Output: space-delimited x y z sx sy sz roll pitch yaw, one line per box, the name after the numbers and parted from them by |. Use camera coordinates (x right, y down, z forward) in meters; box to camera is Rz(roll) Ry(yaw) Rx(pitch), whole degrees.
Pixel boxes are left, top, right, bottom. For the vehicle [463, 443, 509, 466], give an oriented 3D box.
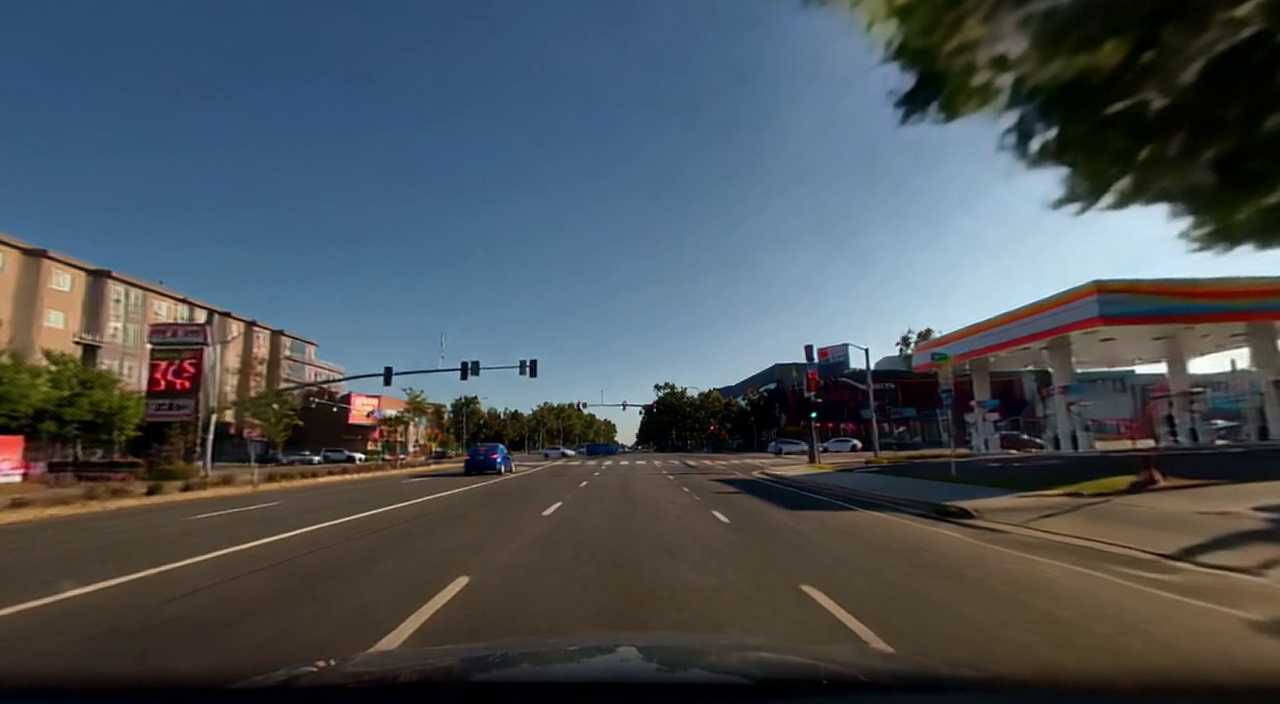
-10.267 6.889 42.406 1.899 1.460 4.880 0 -8 0 | vehicle
